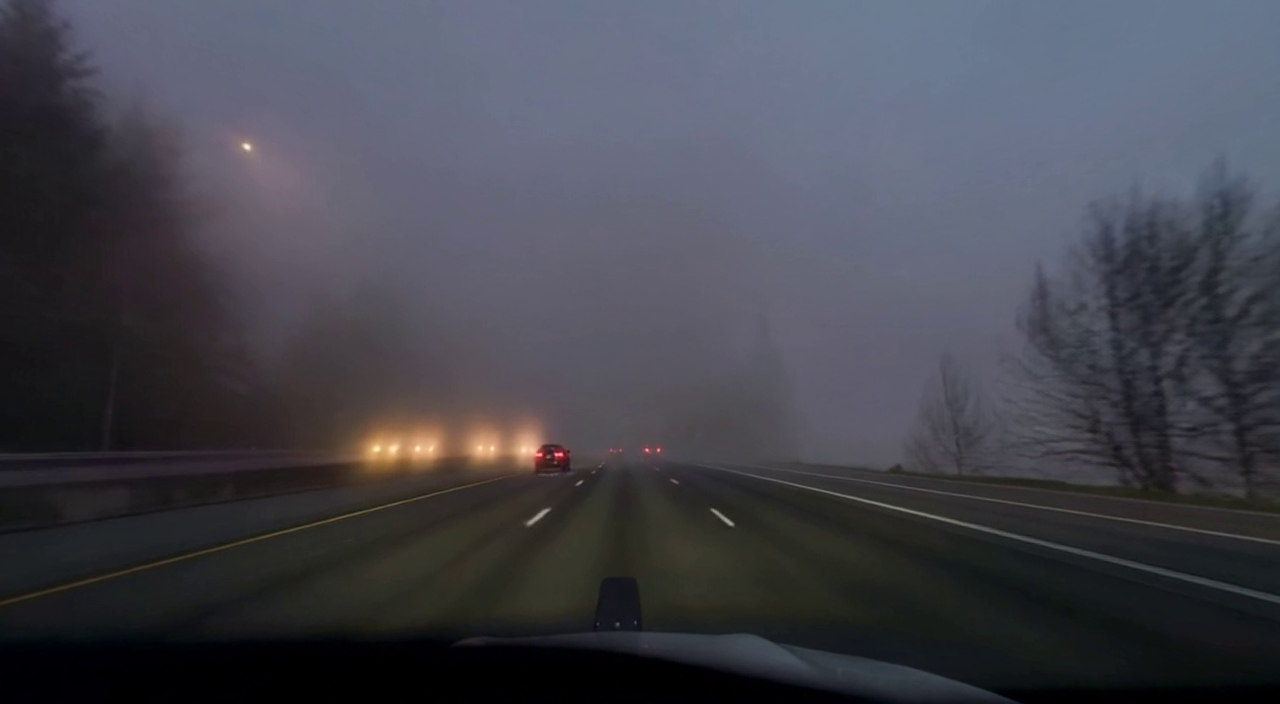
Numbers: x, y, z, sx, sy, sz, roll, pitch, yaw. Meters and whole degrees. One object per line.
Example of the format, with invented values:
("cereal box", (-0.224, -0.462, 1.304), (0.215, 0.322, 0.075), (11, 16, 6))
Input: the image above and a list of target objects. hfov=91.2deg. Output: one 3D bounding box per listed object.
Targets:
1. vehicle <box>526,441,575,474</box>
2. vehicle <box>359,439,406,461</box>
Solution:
("vehicle", (-4.587, 5.475, 32.682), (2.071, 1.615, 3.868), (0, -9, -1))
("vehicle", (-18.147, 6.932, 44.358), (1.759, 1.489, 3.855), (0, -9, -1))
